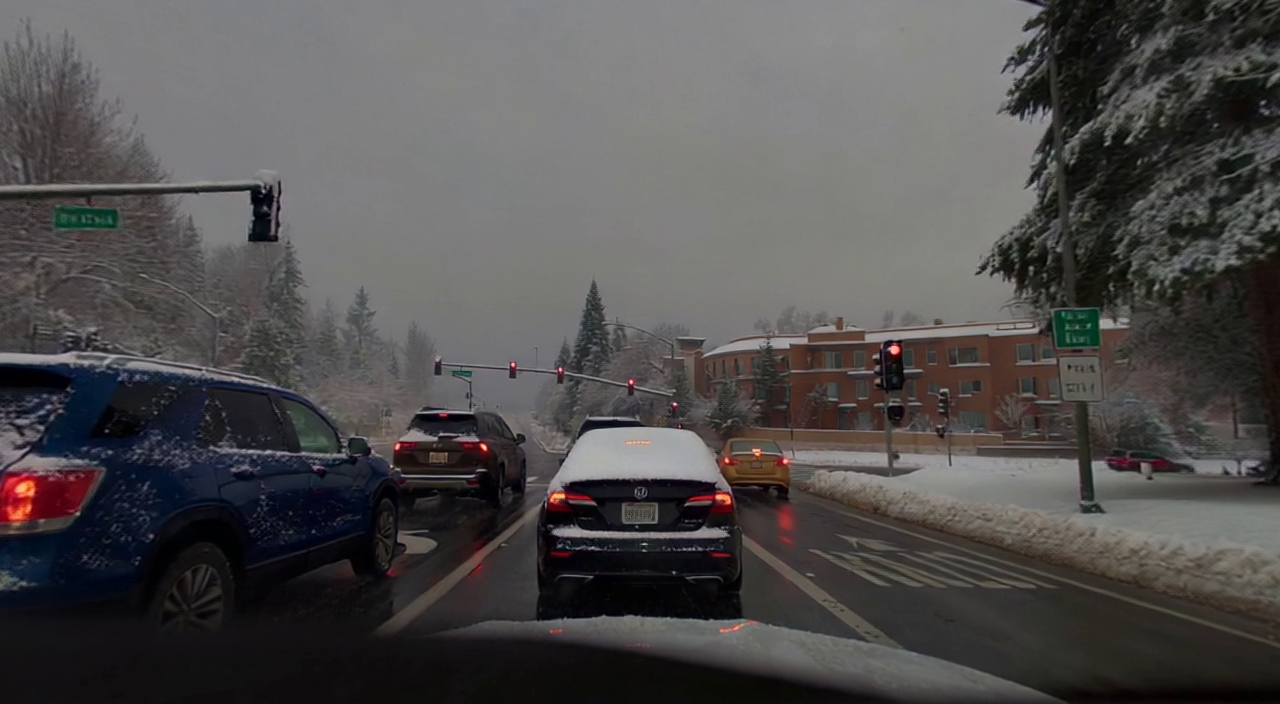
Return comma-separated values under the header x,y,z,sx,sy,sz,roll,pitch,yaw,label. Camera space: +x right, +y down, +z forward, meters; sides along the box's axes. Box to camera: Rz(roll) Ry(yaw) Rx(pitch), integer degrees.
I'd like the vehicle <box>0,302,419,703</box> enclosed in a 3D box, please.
x,y,z,sx,sy,sz,roll,pitch,yaw,label
-3.142,1.012,4.138,1.924,1.737,4.387,0,-8,-2,vehicle

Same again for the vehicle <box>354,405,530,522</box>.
x,y,z,sx,sy,sz,roll,pitch,yaw,label
-3.872,2.315,13.694,2.305,1.984,5.586,0,-8,-3,vehicle

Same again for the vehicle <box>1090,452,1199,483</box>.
x,y,z,sx,sy,sz,roll,pitch,yaw,label
31.745,7.271,39.901,4.874,1.854,2.230,0,-8,2,vehicle

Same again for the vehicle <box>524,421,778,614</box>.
x,y,z,sx,sy,sz,roll,pitch,yaw,label
-0.061,1.626,7.261,2.001,1.483,4.442,0,-8,-4,vehicle
